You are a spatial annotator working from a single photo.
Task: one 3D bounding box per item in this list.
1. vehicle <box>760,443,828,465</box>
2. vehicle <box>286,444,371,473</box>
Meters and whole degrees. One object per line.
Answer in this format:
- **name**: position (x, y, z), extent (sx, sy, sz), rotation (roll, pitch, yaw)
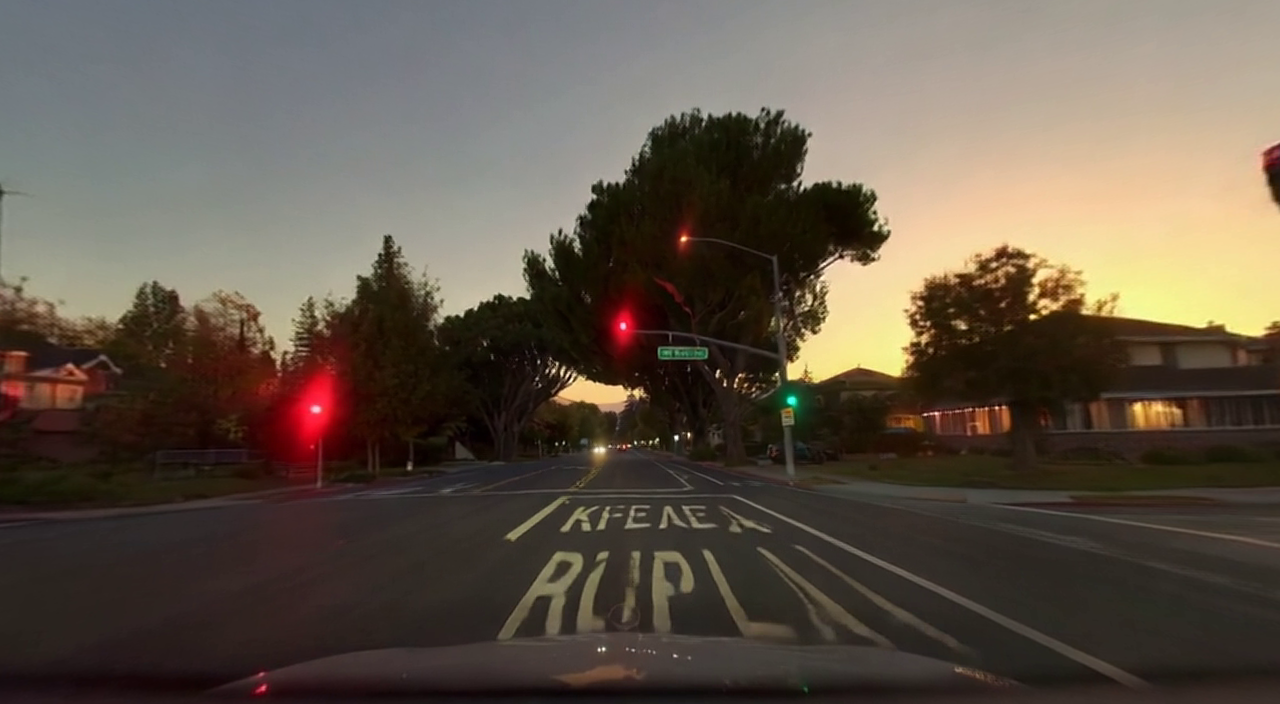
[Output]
- **vehicle**: position (10.939, 7.290, 45.059), extent (4.261, 1.486, 2.023), rotation (0, -9, -1)
- **vehicle**: position (-18.783, 6.442, 38.268), extent (4.115, 1.699, 1.848), rotation (0, -8, -1)
